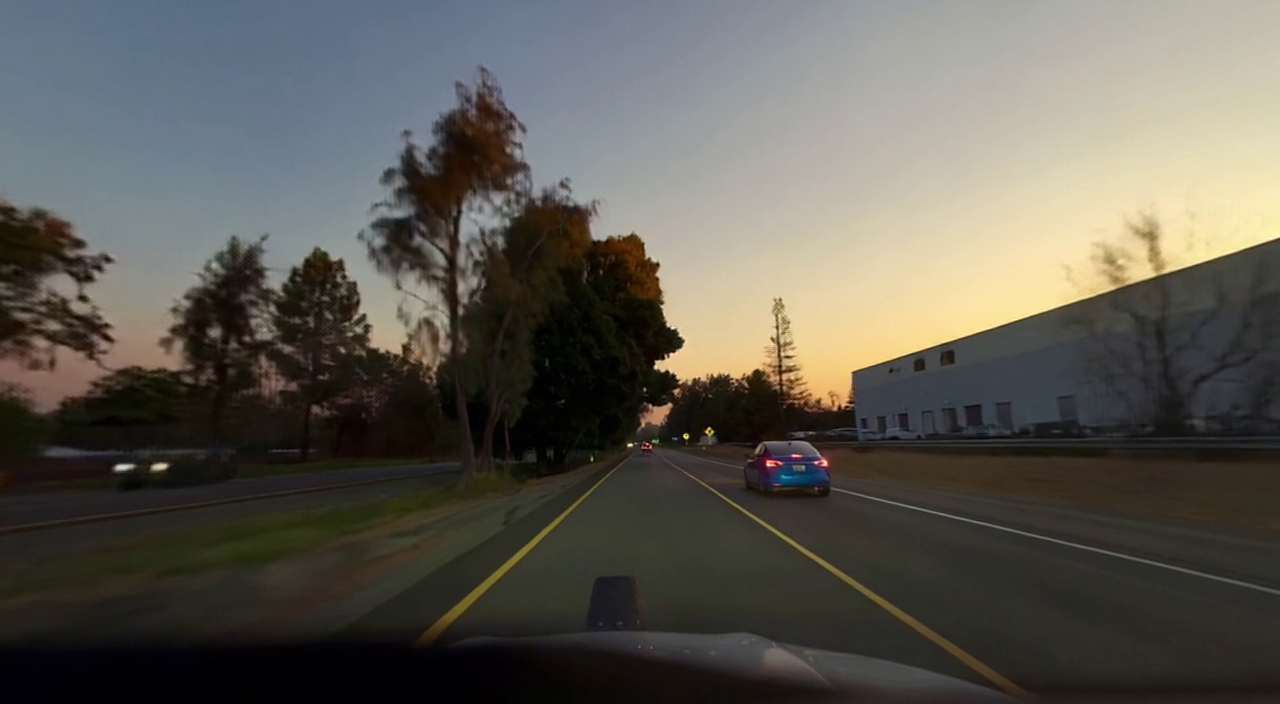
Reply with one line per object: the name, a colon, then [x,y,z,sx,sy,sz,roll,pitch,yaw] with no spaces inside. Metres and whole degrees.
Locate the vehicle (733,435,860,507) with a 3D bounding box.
vehicle: [3.667,2.859,15.558,2.079,1.531,3.997,0,-8,-1]

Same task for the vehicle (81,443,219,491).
vehicle: [-20.548,4.802,26.661,2.101,1.837,4.524,0,-8,1]
